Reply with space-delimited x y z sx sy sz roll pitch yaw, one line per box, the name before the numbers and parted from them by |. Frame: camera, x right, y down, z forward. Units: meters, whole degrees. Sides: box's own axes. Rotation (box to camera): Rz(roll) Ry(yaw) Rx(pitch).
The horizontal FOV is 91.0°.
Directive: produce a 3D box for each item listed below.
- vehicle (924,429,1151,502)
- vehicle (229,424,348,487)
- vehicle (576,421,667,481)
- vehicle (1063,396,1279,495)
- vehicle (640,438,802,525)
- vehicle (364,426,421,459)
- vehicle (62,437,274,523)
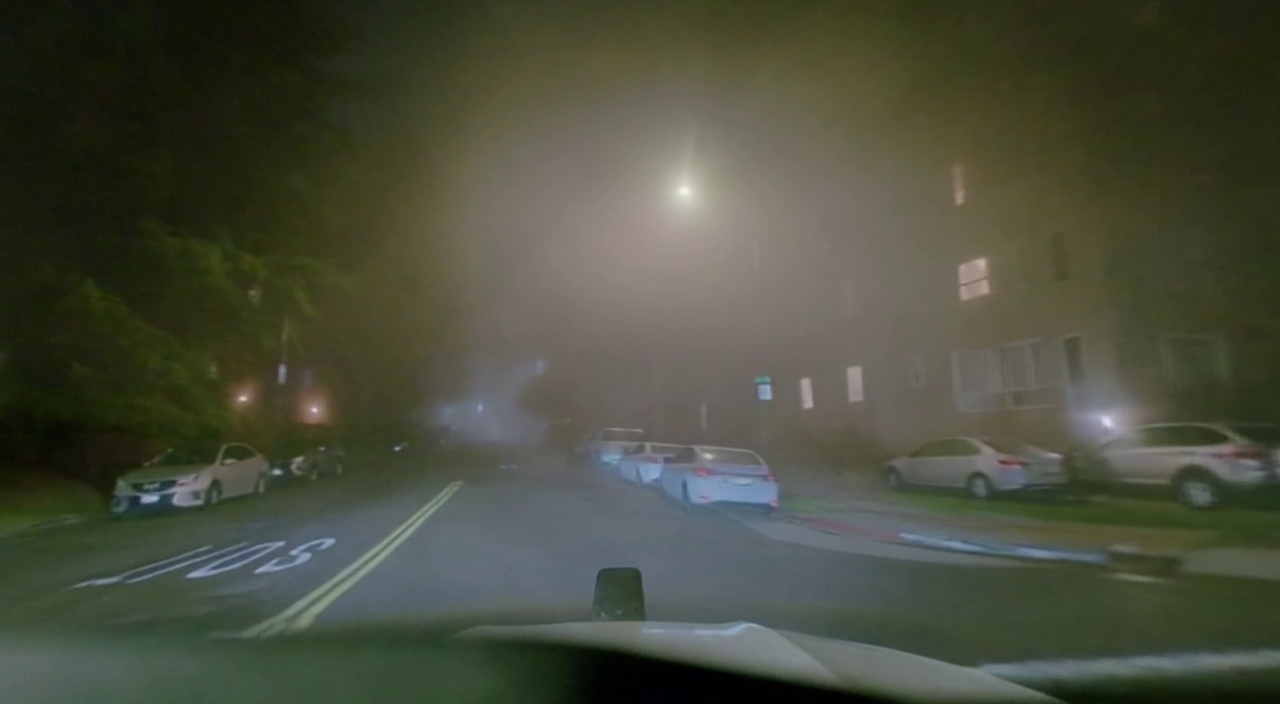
vehicle | 8.664 2.445 13.904 3.821 1.417 2.061 1 -9 -14
vehicle | -12.088 3.638 22.112 2.235 1.802 5.138 -1 -9 -12
vehicle | -0.893 3.730 23.894 2.365 1.970 6.011 1 -9 -12
vehicle | 10.916 1.676 11.513 5.312 1.533 2.104 1 -9 -14
vehicle | 1.382 2.538 13.037 1.977 1.410 4.744 1 -9 -10
vehicle | -15.635 5.818 40.085 2.384 1.781 5.492 -2 -9 -11
vehicle | -10.245 2.776 14.218 2.067 1.510 4.501 -1 -9 -12
